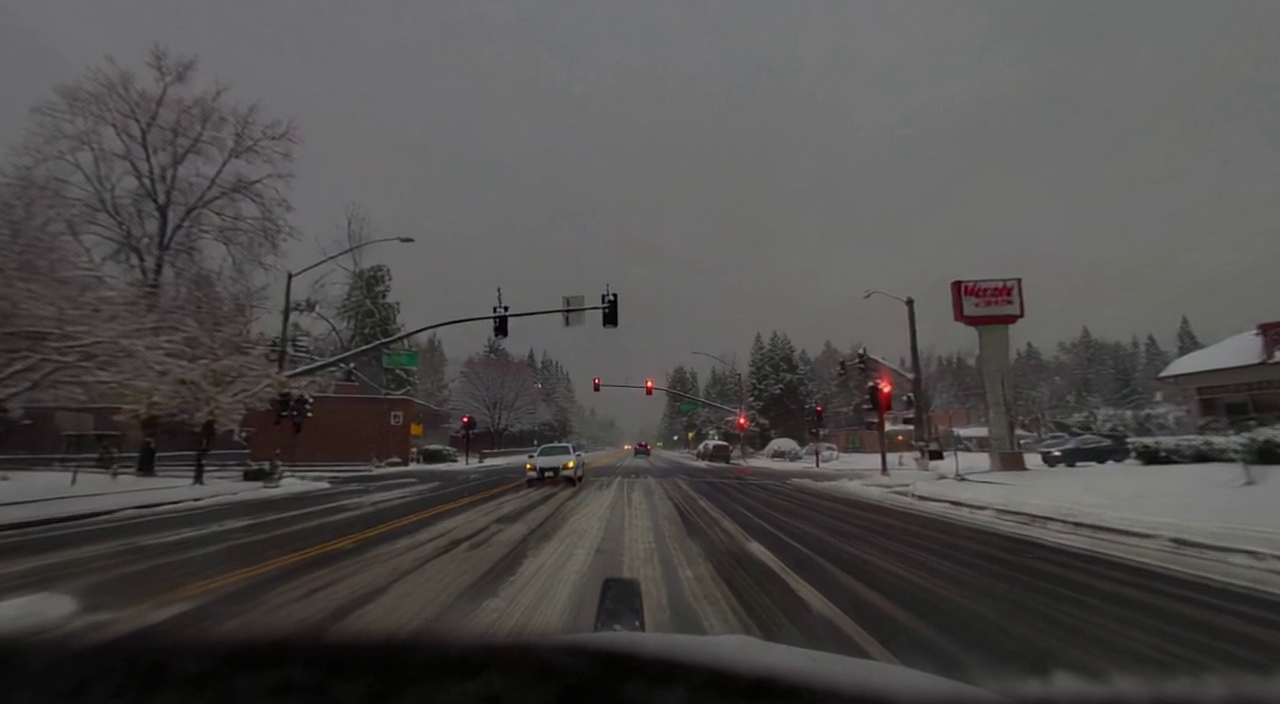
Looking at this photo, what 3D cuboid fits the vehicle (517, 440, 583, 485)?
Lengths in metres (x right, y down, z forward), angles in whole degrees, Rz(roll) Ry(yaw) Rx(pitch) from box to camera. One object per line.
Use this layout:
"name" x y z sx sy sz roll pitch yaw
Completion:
"vehicle" -3.310 4.124 23.937 1.915 1.553 3.846 0 -8 0

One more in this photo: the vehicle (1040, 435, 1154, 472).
"vehicle" 23.266 5.177 32.303 4.246 1.750 1.954 -1 -8 1
